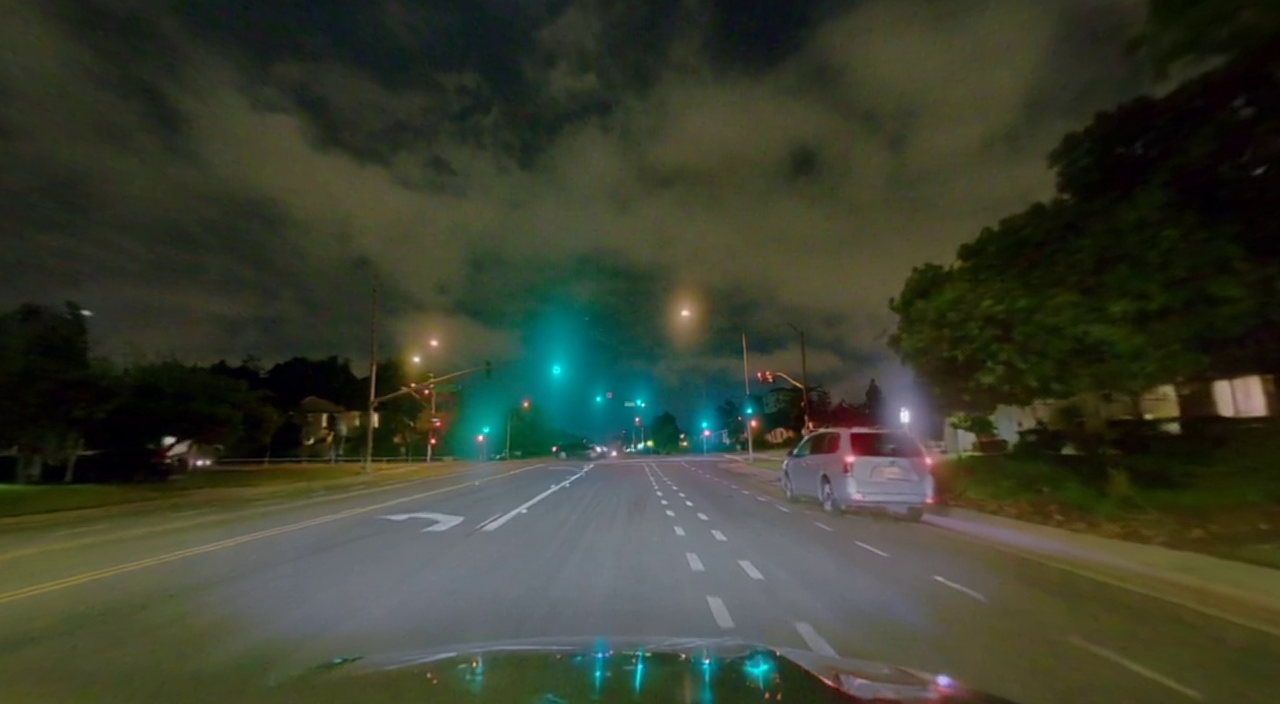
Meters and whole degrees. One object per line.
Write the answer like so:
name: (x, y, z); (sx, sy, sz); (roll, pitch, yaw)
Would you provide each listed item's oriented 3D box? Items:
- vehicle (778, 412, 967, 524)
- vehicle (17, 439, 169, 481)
vehicle: (4.414, 2.292, 12.940); (2.170, 1.869, 4.594); (0, -9, 1)
vehicle: (-22.664, 4.479, 26.258); (4.334, 1.668, 2.069); (0, -9, -1)
